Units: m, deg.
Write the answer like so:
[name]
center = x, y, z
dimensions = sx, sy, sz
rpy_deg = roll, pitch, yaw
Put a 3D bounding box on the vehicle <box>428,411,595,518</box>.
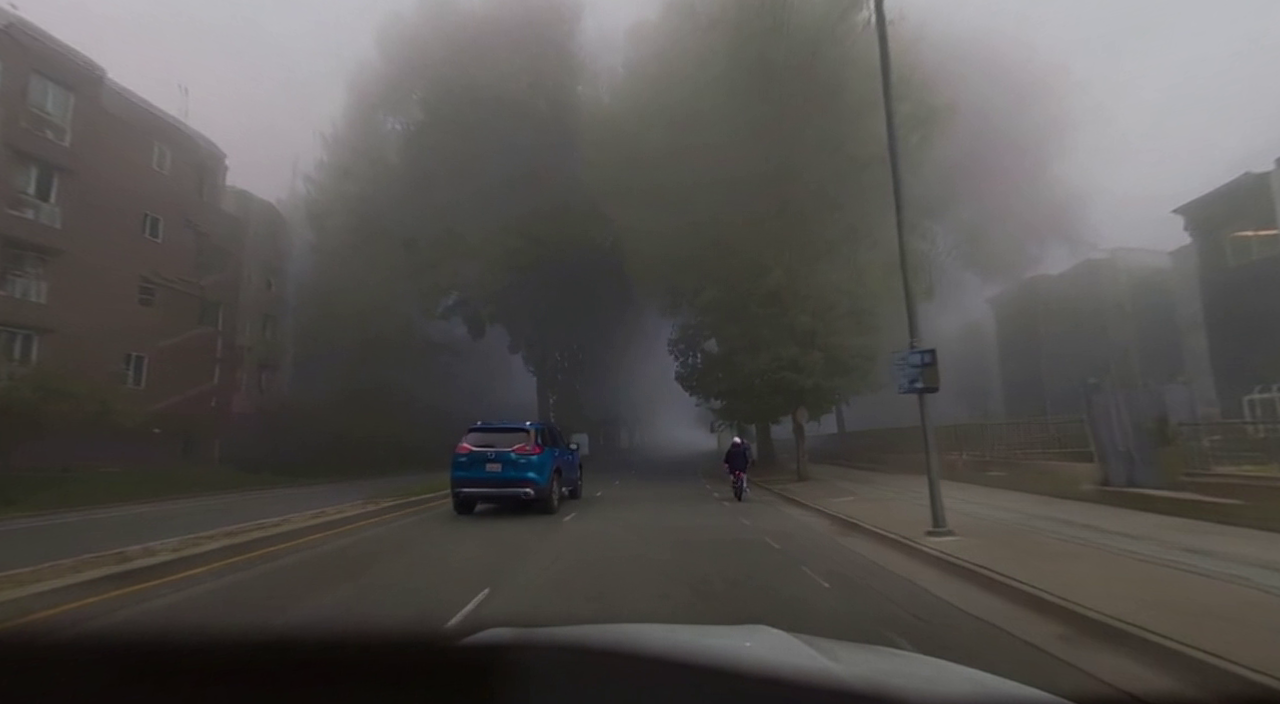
[vehicle]
center = -2.442, 2.368, 13.684
dimensions = 2.294, 1.859, 5.127
rpy_deg = -1, -9, 3
